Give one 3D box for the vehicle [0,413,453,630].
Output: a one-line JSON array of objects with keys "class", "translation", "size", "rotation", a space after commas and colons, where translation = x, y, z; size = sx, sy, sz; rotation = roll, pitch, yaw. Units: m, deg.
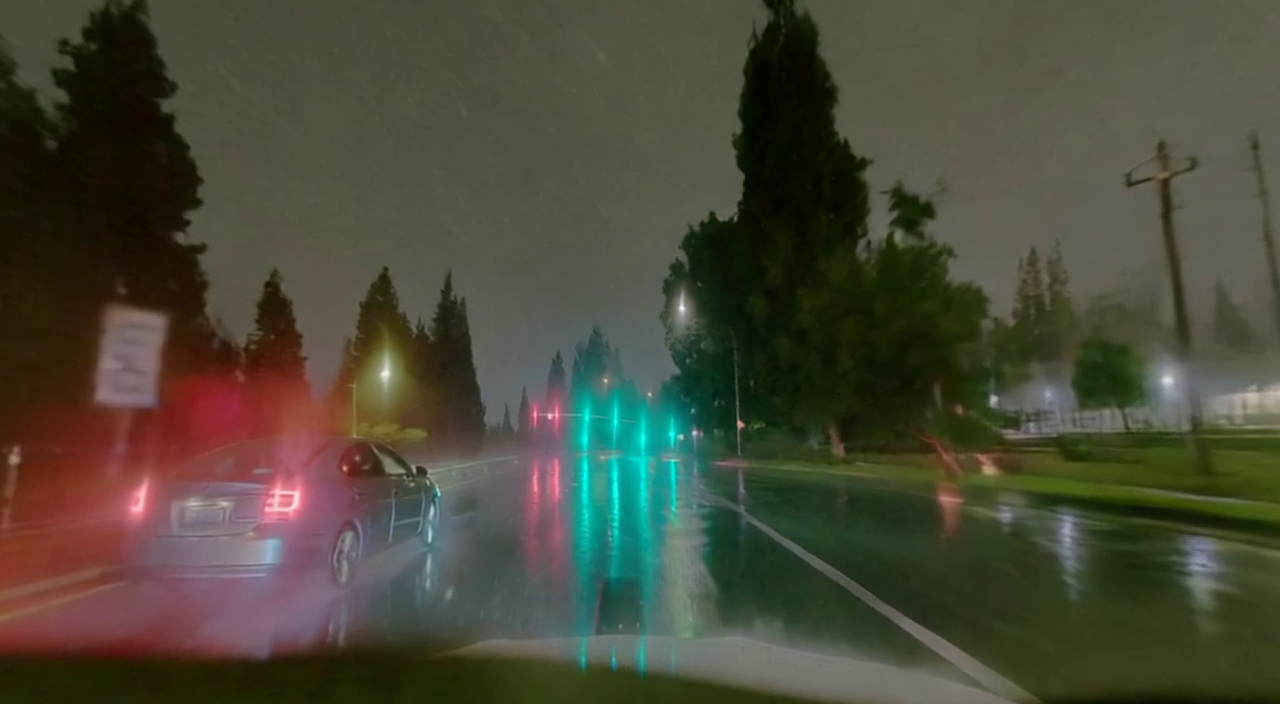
[{"class": "vehicle", "translation": [-3.626, 1.526, 6.699], "size": [1.915, 1.521, 4.283], "rotation": [0, -8, 1]}]
